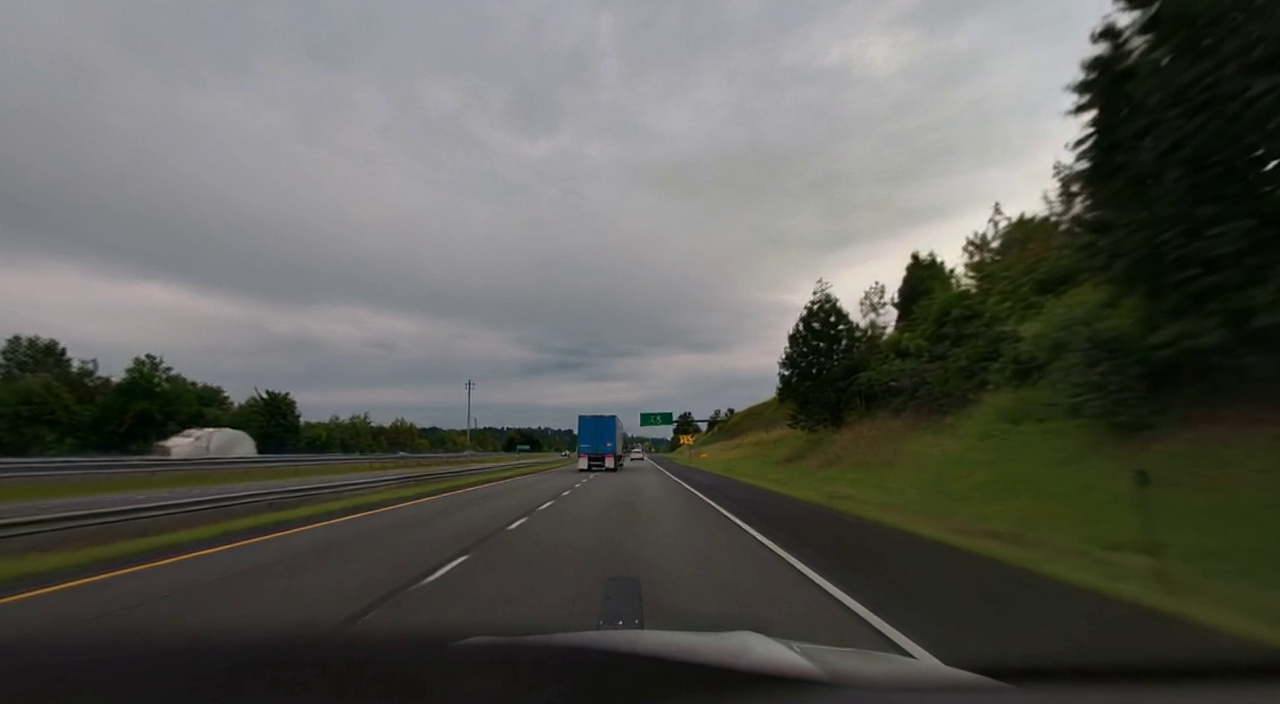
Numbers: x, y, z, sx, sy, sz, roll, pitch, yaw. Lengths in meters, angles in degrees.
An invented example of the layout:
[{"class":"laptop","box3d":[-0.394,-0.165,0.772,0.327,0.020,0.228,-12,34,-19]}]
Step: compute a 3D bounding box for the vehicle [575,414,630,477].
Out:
[{"class":"vehicle","box3d":[-2.006,5.409,36.328,2.704,3.270,6.745,0,-9,1]}]
